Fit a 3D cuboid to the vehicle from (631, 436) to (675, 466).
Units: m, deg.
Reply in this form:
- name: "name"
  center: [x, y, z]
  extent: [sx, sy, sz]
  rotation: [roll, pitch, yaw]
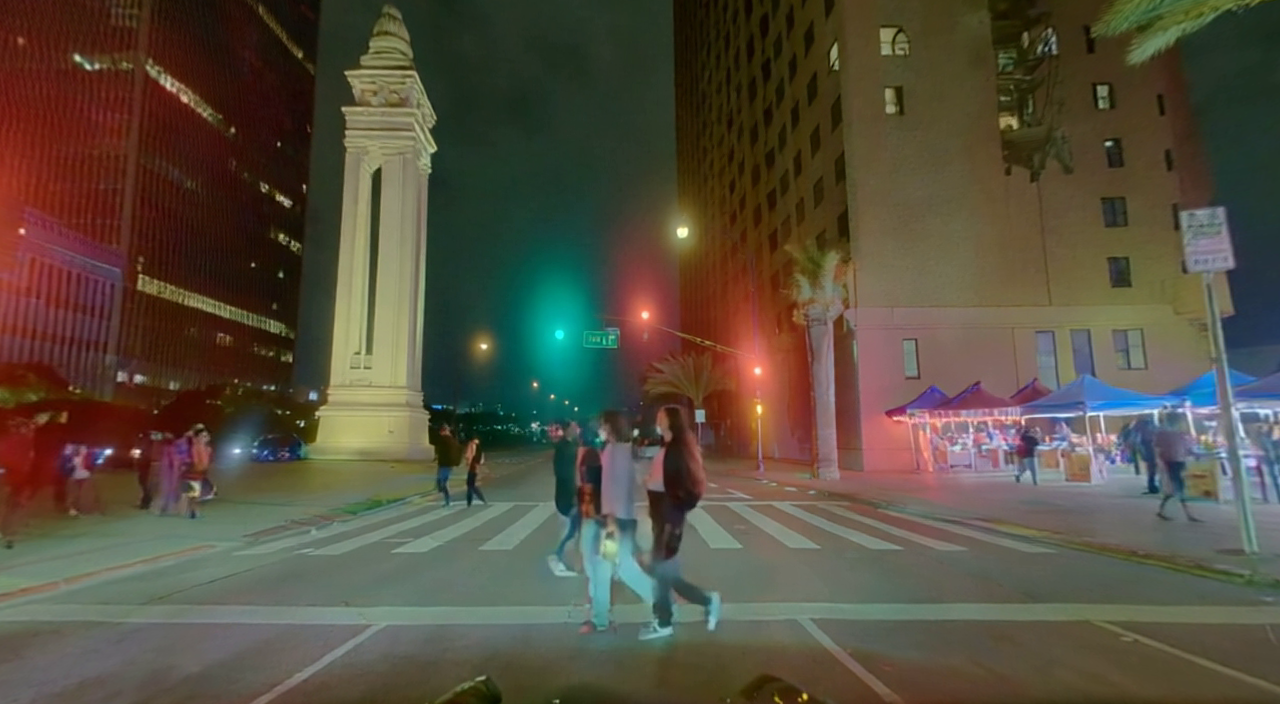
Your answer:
- name: "vehicle"
  center: [0.893, 7.262, 46.546]
  extent: [2.322, 2.071, 5.366]
  rotation: [1, -9, -9]

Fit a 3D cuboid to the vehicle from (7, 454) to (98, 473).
- name: "vehicle"
  center: [-45.939, 8.711, 49.570]
  extent: [2.121, 1.294, 5.167]
  rotation: [0, -8, 1]
